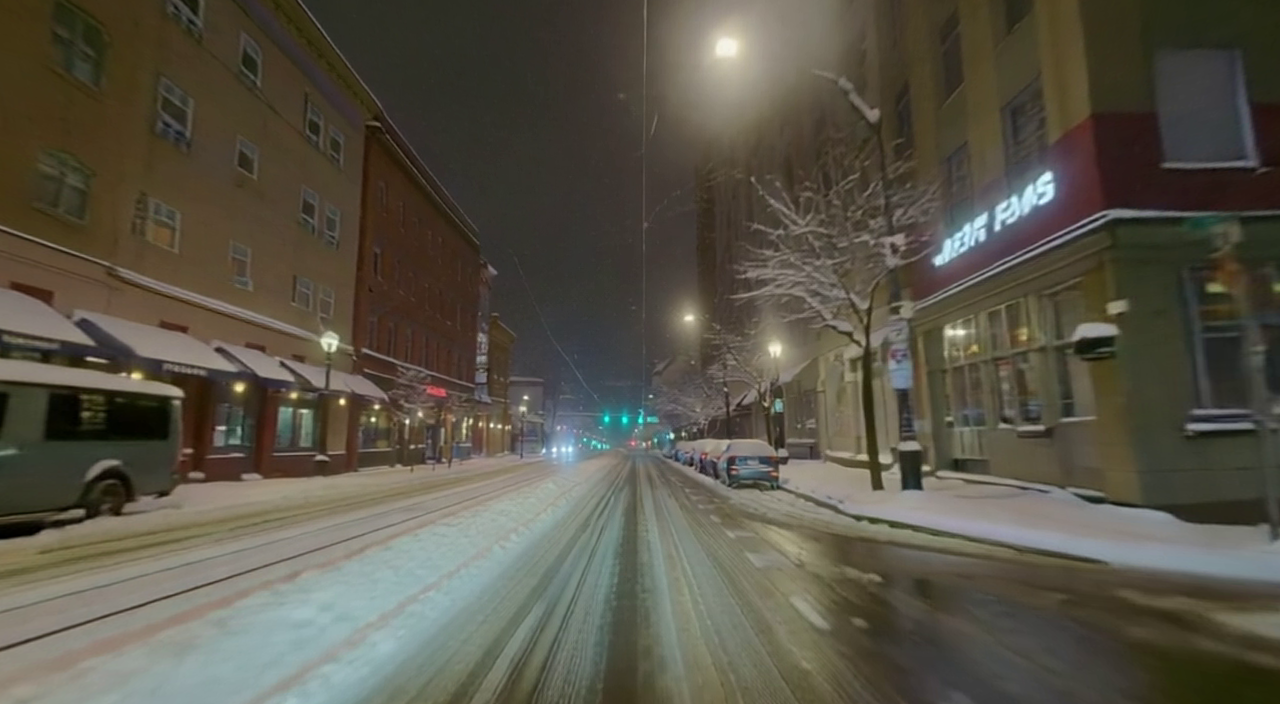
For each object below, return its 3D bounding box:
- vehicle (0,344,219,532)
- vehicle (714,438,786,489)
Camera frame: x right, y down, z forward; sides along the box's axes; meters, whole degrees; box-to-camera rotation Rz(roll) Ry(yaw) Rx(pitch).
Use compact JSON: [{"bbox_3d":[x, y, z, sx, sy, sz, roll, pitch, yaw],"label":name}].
[{"bbox_3d":[-10.663,1.369,10.077,2.378,2.765,7.920,1,-8,-1],"label":"vehicle"},{"bbox_3d":[3.571,3.656,21.081,1.819,1.546,3.681,0,-8,1],"label":"vehicle"}]
